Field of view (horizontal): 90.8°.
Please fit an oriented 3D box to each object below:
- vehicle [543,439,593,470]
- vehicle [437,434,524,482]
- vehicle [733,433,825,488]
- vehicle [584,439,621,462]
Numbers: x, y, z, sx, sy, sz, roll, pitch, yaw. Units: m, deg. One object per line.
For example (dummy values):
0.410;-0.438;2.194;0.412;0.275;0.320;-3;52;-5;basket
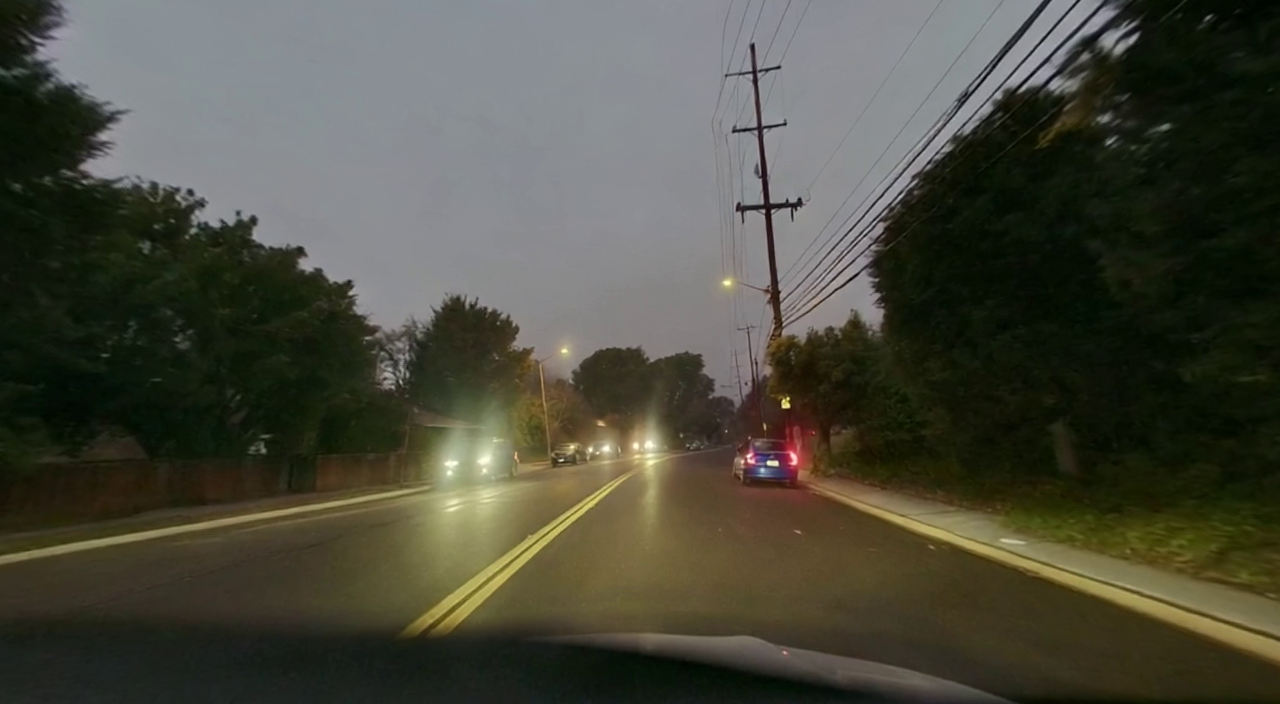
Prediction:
-4.421;6.412;39.356;1.840;1.523;4.333;4;-11;10;vehicle
-6.243;4.310;25.371;2.025;1.715;4.363;-1;-11;5;vehicle
4.065;3.261;19.274;2.054;1.470;4.504;-1;-9;3;vehicle
-2.862;7.618;48.599;1.927;1.542;3.886;-4;-12;10;vehicle
